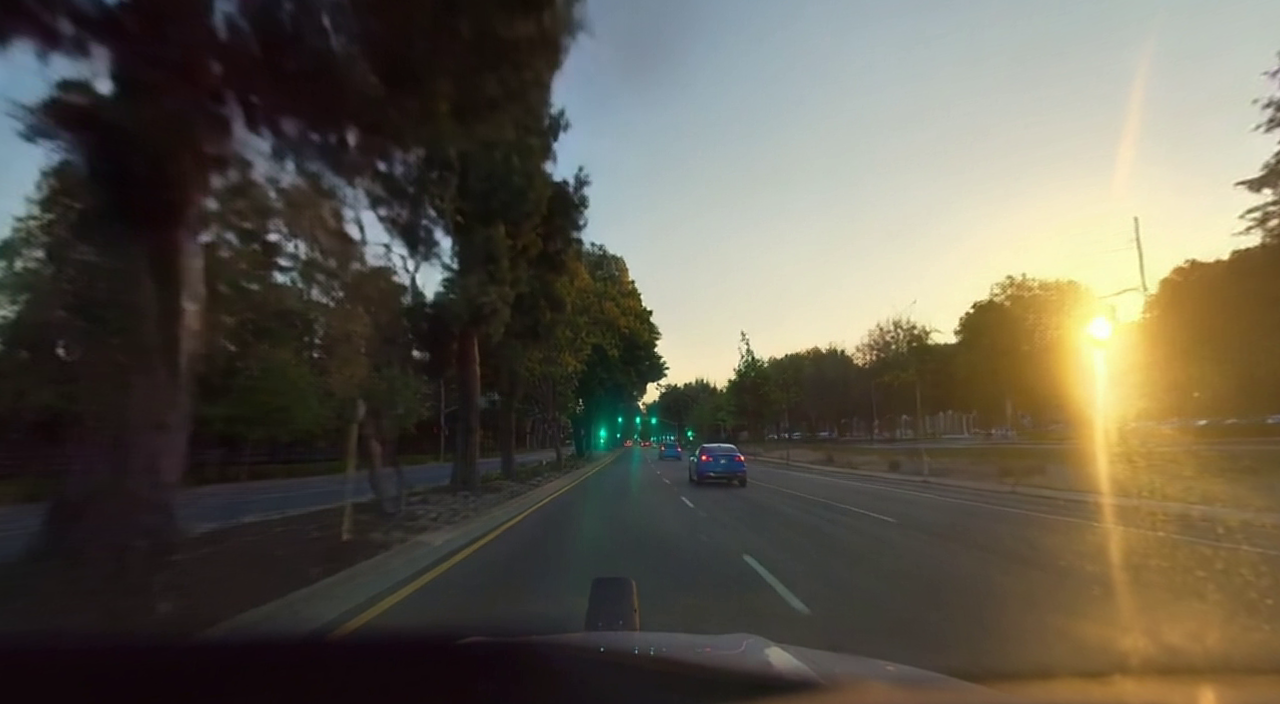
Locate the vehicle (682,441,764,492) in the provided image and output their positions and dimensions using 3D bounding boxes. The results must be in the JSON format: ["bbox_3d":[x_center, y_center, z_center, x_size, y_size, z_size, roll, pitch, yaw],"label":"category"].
[{"bbox_3d":[2.624,3.738,21.013,2.056,1.483,4.091,0,-8,-1],"label":"vehicle"}]
